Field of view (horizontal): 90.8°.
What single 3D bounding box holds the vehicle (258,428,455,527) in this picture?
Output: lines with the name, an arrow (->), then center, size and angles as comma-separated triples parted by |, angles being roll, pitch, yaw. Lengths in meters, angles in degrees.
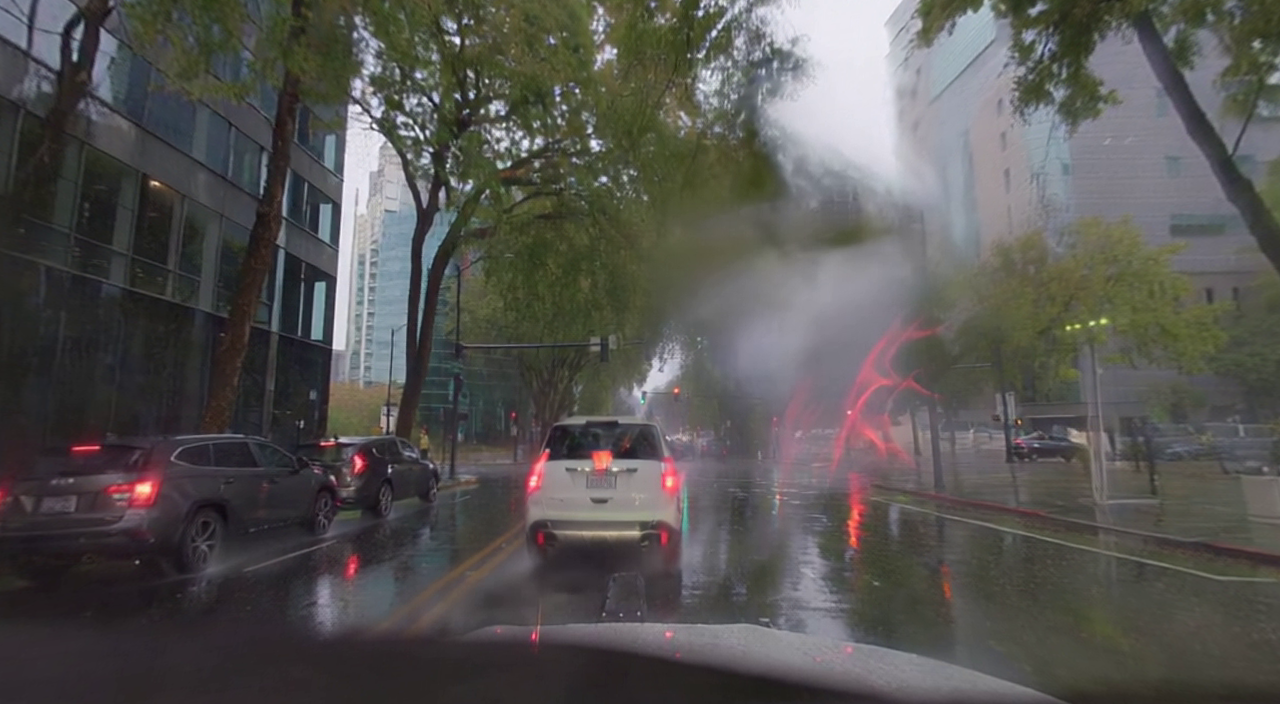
vehicle -> -5.875, 2.648, 13.955 | 2.077, 1.791, 4.751 | 0, -9, 1

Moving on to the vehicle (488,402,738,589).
vehicle -> -0.230, 1.598, 7.775 | 2.258, 1.687, 3.934 | 0, -9, 0

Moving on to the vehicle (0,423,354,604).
vehicle -> -5.744, 1.859, 8.273 | 1.904, 1.684, 4.529 | 0, -9, -1
